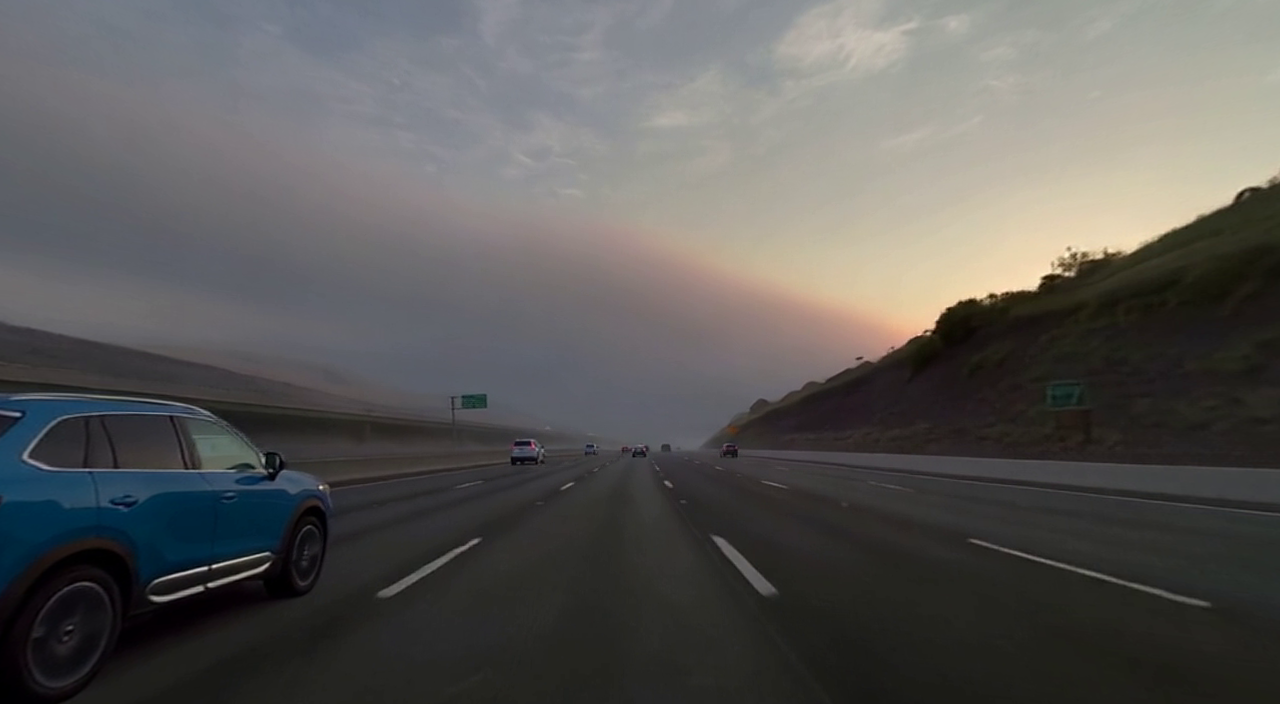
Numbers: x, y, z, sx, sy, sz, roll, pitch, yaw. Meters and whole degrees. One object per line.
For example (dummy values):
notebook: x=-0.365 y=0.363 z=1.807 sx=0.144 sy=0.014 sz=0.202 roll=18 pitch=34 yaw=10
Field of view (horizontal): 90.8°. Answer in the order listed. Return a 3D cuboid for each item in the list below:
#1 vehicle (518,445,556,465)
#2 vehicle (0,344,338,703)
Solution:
vehicle: x=-7.737 y=7.776 z=47.847 sx=2.054 sy=1.474 sz=4.450 roll=0 pitch=-9 yaw=1
vehicle: x=-3.653 y=0.912 z=3.084 sx=2.047 sy=1.715 sz=4.689 roll=0 pitch=-9 yaw=-1
